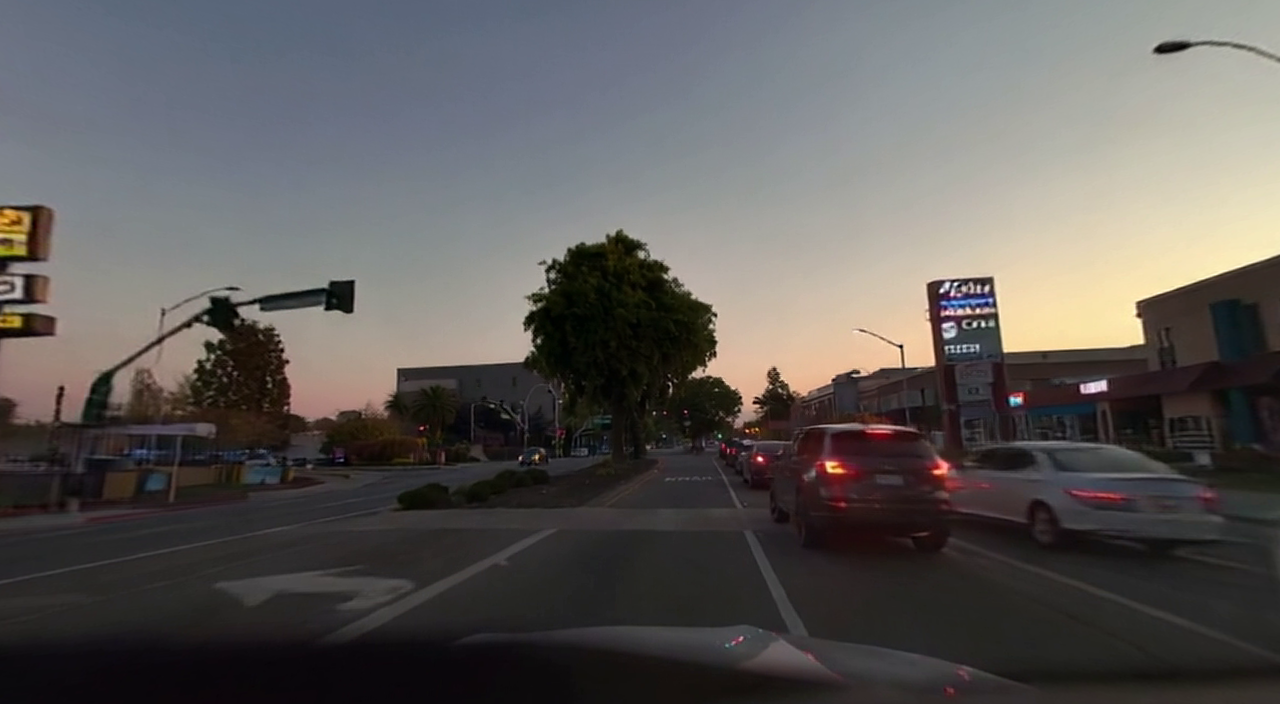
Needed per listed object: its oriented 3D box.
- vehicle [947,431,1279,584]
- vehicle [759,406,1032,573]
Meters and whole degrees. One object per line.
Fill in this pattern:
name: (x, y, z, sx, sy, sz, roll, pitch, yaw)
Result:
vehicle: (6.380, 2.032, 9.195, 1.994, 1.590, 4.593, 0, -9, 7)
vehicle: (3.281, 1.895, 9.553, 2.428, 1.816, 4.959, -1, -9, 5)
